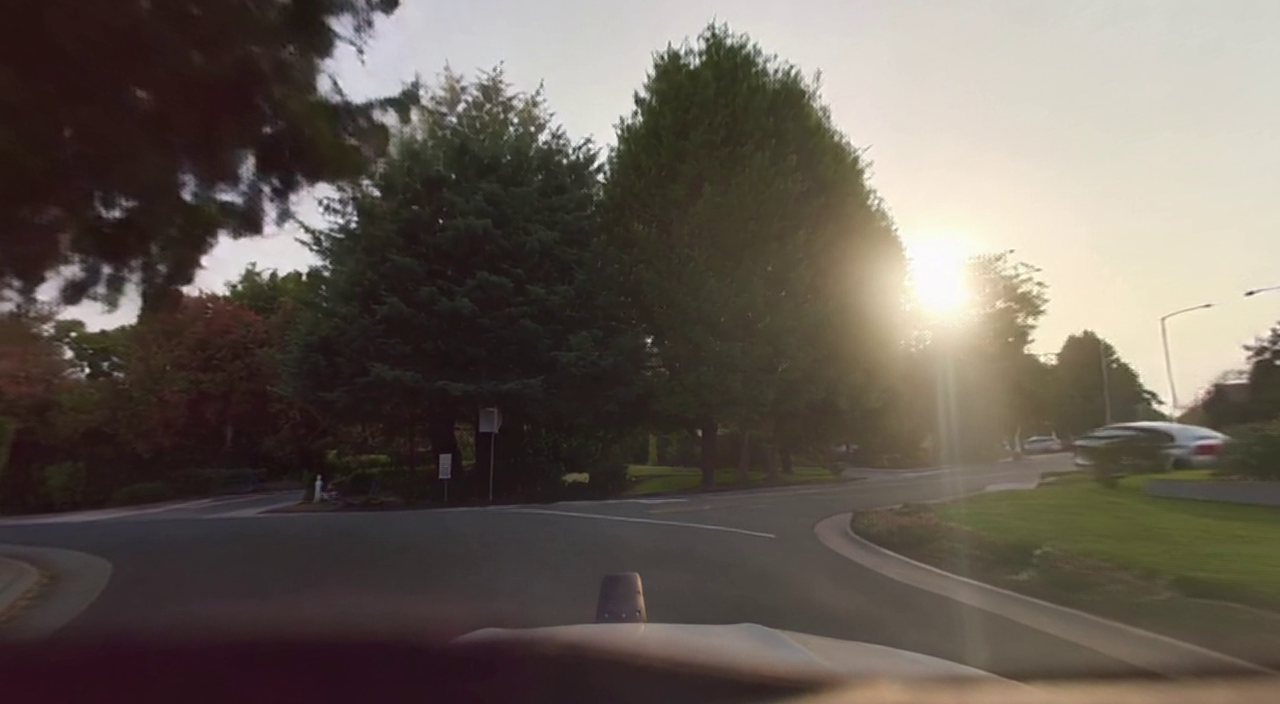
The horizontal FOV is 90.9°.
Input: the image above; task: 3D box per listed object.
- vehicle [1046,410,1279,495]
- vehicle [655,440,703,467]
[{"bbox_3d":[13.228,2.468,15.773,2.023,1.756,4.799,3,-9,-19],"label":"vehicle"},{"bbox_3d":[2.334,6.184,38.292,1.802,1.548,3.501,3,-10,-17],"label":"vehicle"}]
